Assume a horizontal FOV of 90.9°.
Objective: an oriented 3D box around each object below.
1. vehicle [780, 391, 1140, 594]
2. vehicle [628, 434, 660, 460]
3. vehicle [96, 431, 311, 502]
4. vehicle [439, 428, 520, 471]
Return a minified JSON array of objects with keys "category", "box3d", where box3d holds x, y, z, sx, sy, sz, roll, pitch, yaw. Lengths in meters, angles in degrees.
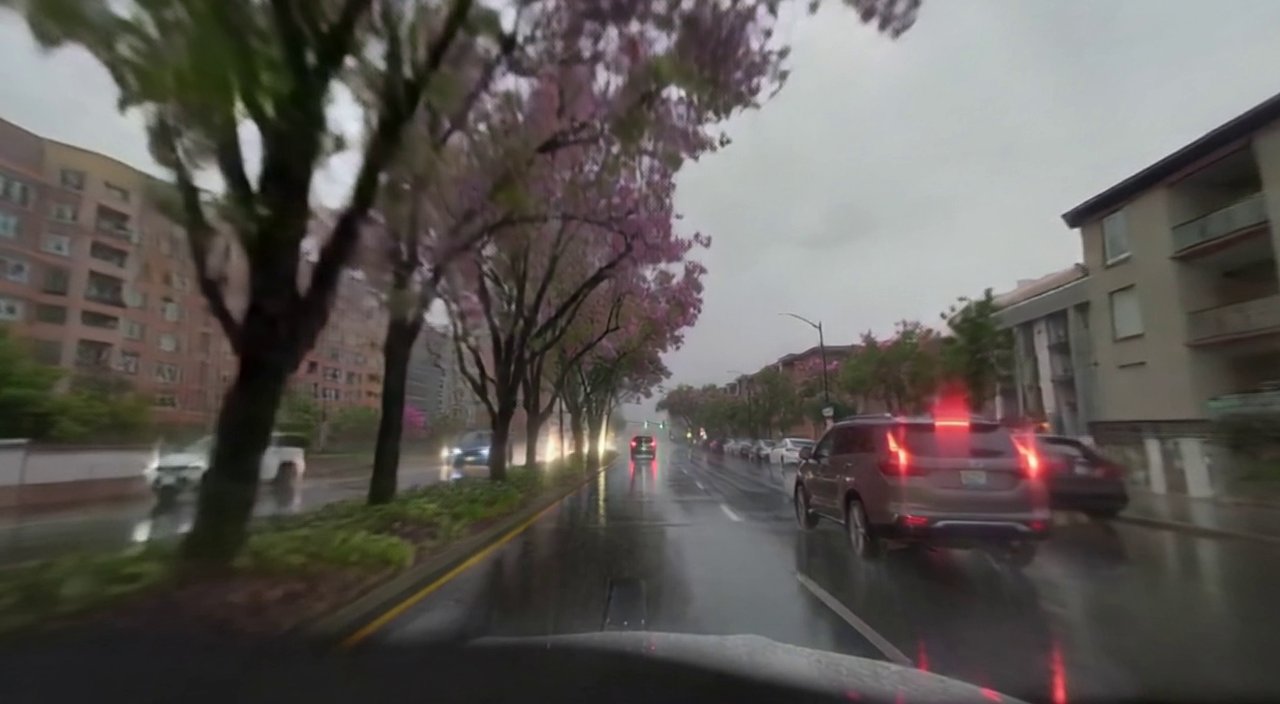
[{"category":"vehicle","box3d":[3.286,1.548,7.808,2.071,1.747,4.549,0,-8,0]},{"category":"vehicle","box3d":[0.322,6.940,46.035,2.244,1.813,4.129,0,-8,2]},{"category":"vehicle","box3d":[-11.923,3.147,17.907,2.191,1.684,5.428,0,-8,1]},{"category":"vehicle","box3d":[-7.682,4.754,30.882,2.249,1.898,5.815,-1,-8,2]}]
